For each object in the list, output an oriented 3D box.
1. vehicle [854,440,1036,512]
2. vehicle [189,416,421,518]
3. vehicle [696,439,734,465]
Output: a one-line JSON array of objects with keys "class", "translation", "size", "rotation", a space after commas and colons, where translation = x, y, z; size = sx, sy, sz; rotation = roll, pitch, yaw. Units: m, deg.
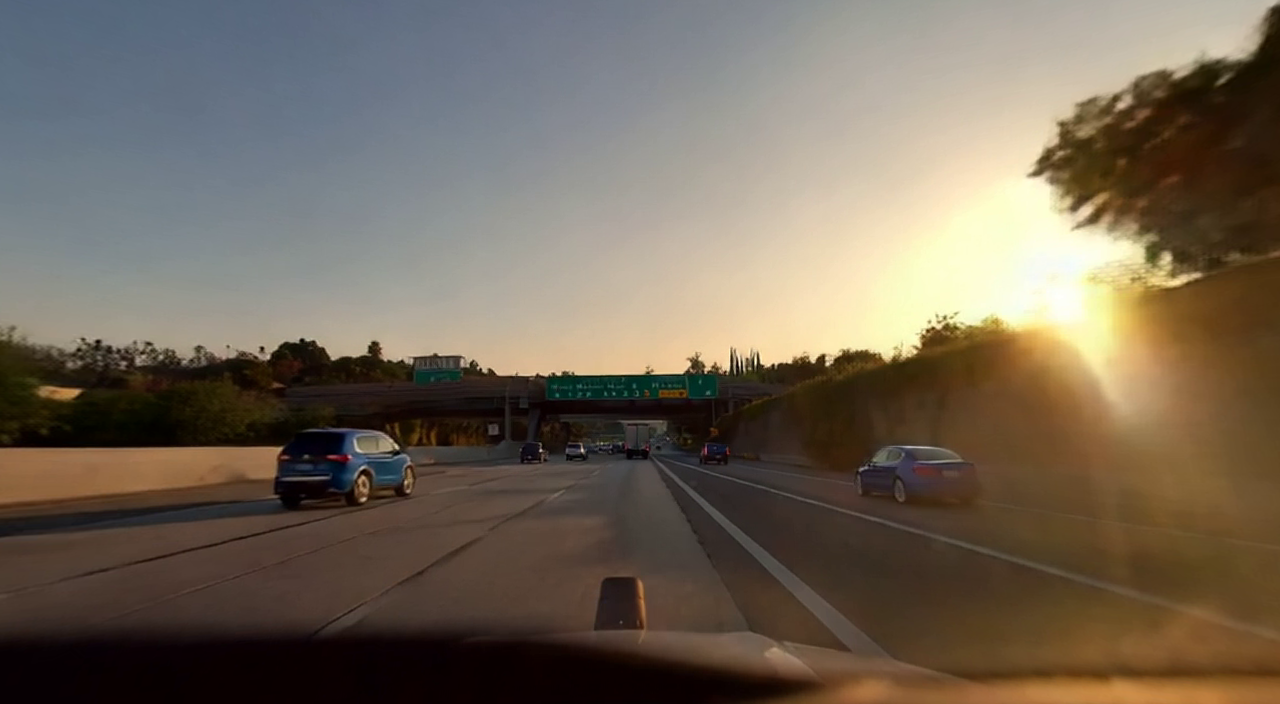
[{"class": "vehicle", "translation": [7.300, 2.992, 15.763], "size": [2.075, 1.510, 4.569], "rotation": [1, -9, -3]}, {"class": "vehicle", "translation": [-6.673, 2.365, 13.422], "size": [2.179, 1.753, 4.999], "rotation": [0, -9, 0]}, {"class": "vehicle", "translation": [5.858, 7.903, 49.910], "size": [2.220, 1.898, 4.752], "rotation": [1, -9, -3]}]
